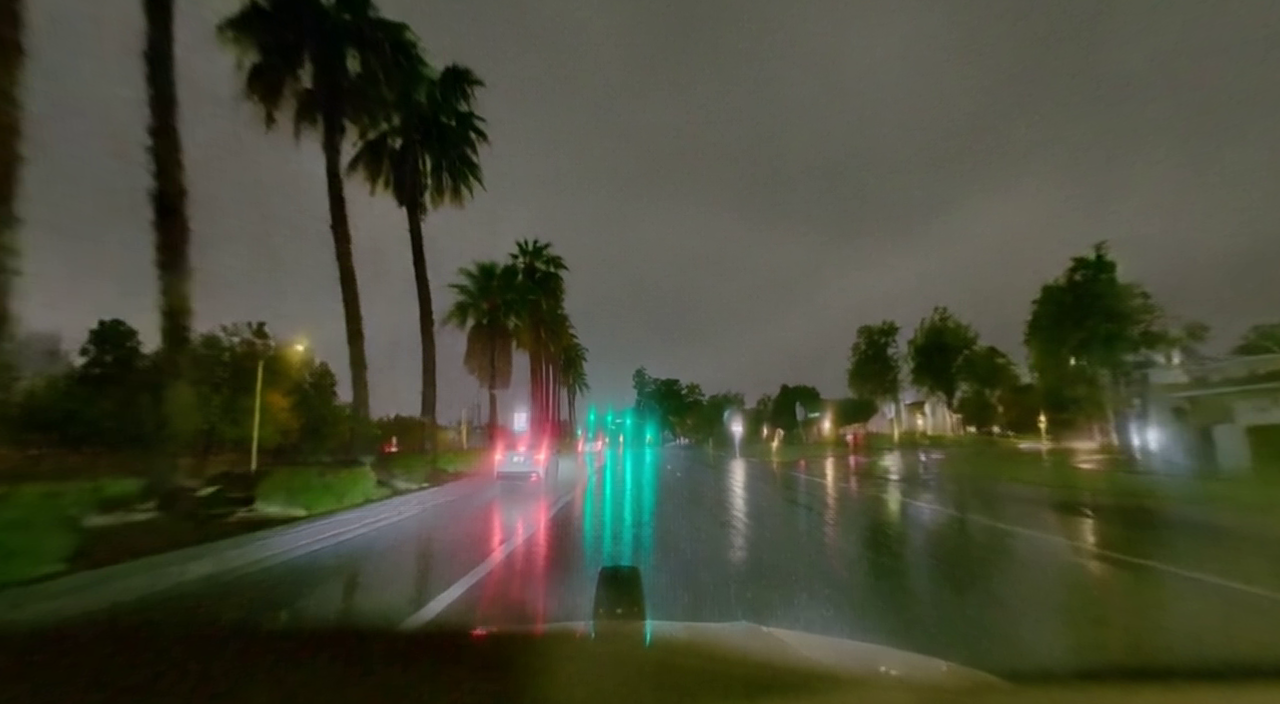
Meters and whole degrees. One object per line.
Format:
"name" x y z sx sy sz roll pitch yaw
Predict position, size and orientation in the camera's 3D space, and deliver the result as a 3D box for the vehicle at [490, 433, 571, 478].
"vehicle" -3.840 3.732 22.995 2.108 1.475 4.555 0 -8 0
